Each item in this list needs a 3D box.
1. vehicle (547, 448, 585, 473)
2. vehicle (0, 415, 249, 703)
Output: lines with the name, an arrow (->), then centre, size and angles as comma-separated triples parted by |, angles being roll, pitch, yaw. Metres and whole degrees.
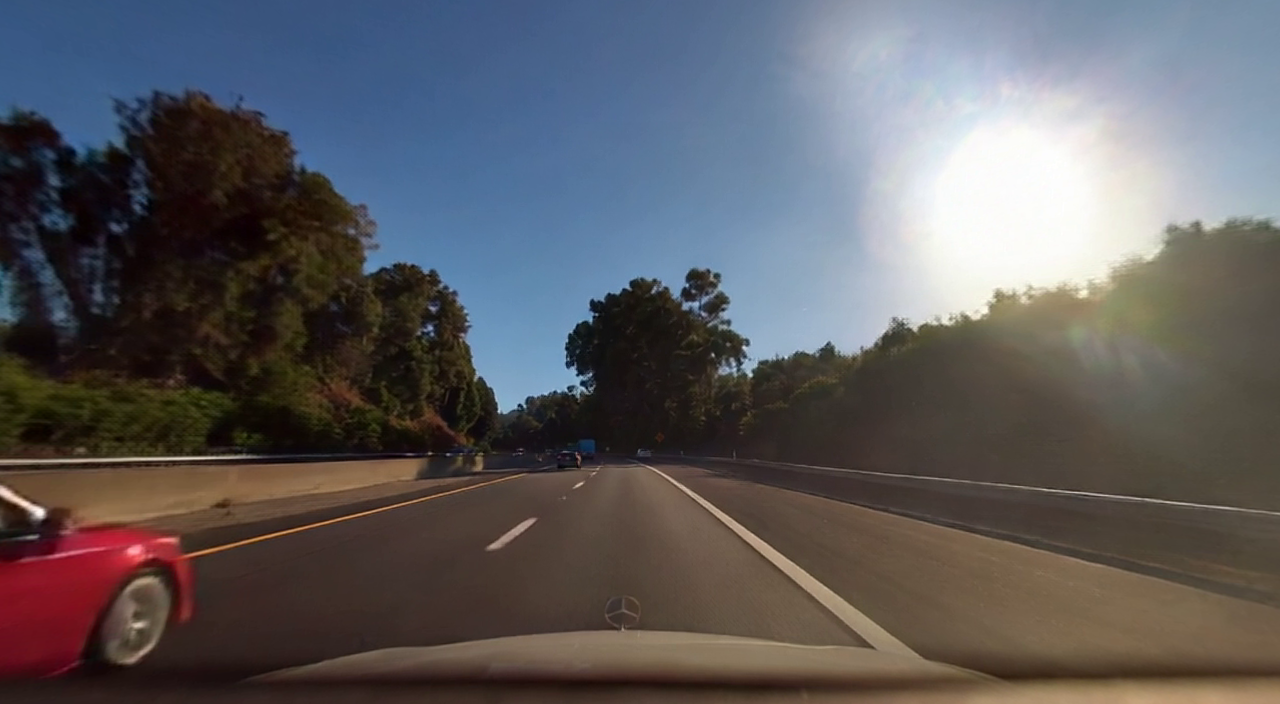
vehicle -> -4.809, 7.059, 41.377 | 2.049, 1.521, 4.366 | 0, -9, -1
vehicle -> -3.731, 0.907, 1.874 | 1.957, 1.499, 4.965 | 0, -9, 0
